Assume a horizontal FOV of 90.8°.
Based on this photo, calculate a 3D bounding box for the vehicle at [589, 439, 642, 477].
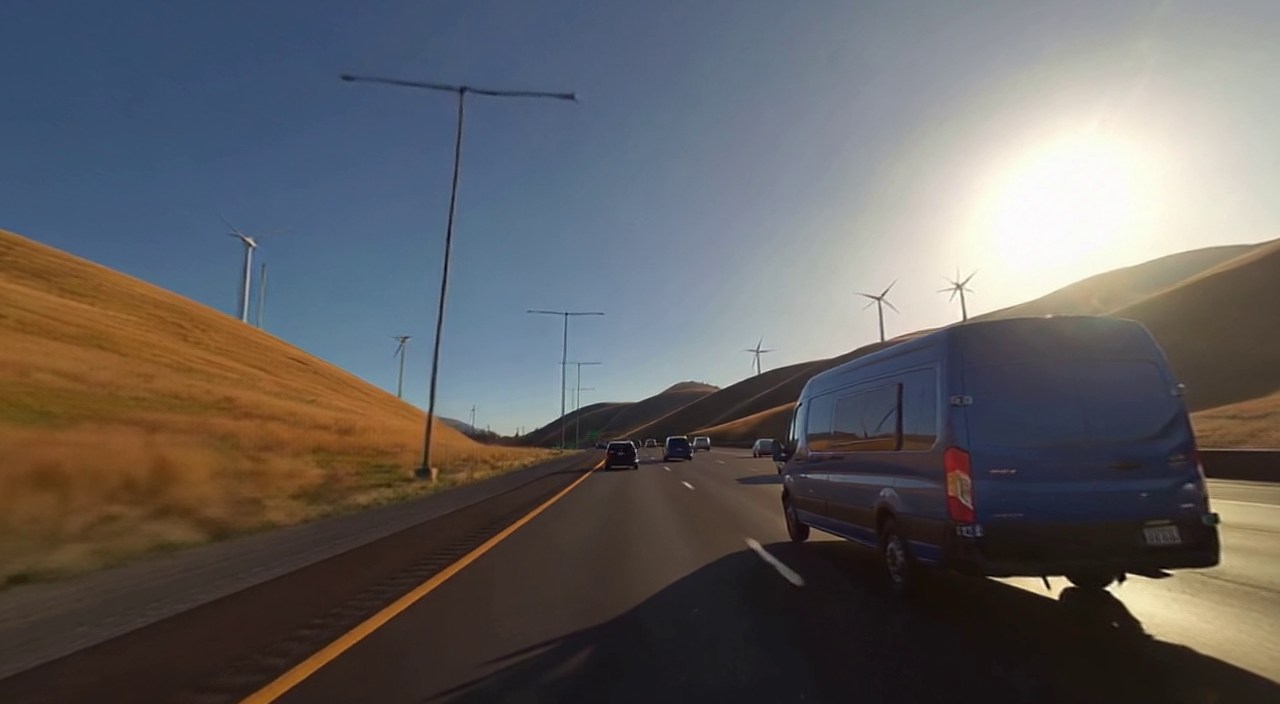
[{"bbox_3d":[-0.983,4.417,26.537,2.082,1.445,3.826,0,-8,-1],"label":"vehicle"}]

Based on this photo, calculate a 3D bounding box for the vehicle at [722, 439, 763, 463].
[{"bbox_3d":[6.812,6.634,42.405,1.858,1.475,4.421,0,-8,-2],"label":"vehicle"}]

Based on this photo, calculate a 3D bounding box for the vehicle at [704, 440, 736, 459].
[{"bbox_3d":[6.284,7.703,49.949,1.850,1.475,4.460,0,-8,-2],"label":"vehicle"}]

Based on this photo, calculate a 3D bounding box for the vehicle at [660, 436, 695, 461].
[{"bbox_3d":[2.628,6.912,45.193,2.108,1.717,3.996,0,-8,-1],"label":"vehicle"}]

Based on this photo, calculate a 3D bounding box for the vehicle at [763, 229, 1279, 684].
[{"bbox_3d":[3.067,0.968,6.555,2.365,2.630,5.754,0,-8,0],"label":"vehicle"}]
